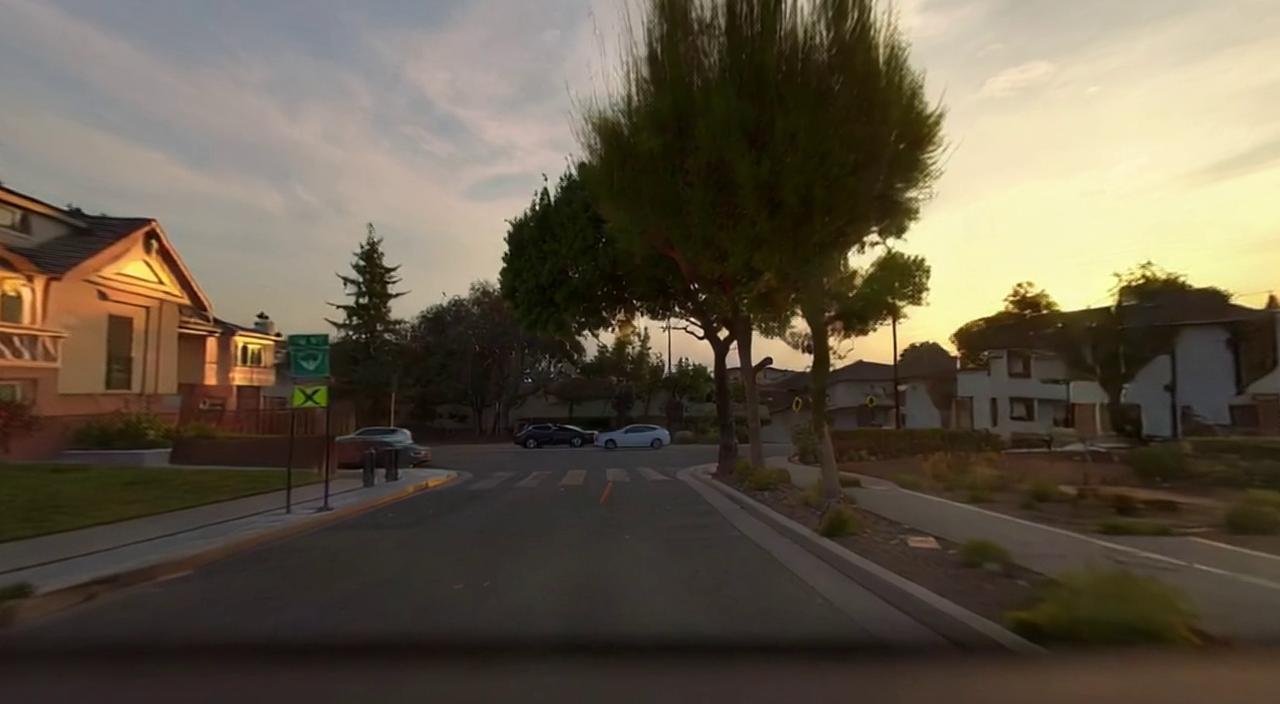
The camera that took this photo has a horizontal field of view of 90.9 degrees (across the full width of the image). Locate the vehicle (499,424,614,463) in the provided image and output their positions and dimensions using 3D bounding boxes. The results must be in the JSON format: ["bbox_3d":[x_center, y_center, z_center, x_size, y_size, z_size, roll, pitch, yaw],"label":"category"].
[{"bbox_3d":[-4.115,4.503,31.187,5.181,1.768,2.139,3,-8,-26],"label":"vehicle"}]

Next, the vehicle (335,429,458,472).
[{"bbox_3d":[-10.239,4.166,26.842,4.639,1.700,2.002,2,-8,-17],"label":"vehicle"}]

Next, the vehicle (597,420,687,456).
[{"bbox_3d":[0.122,4.973,36.612,4.863,1.953,2.022,3,-8,-24],"label":"vehicle"}]
